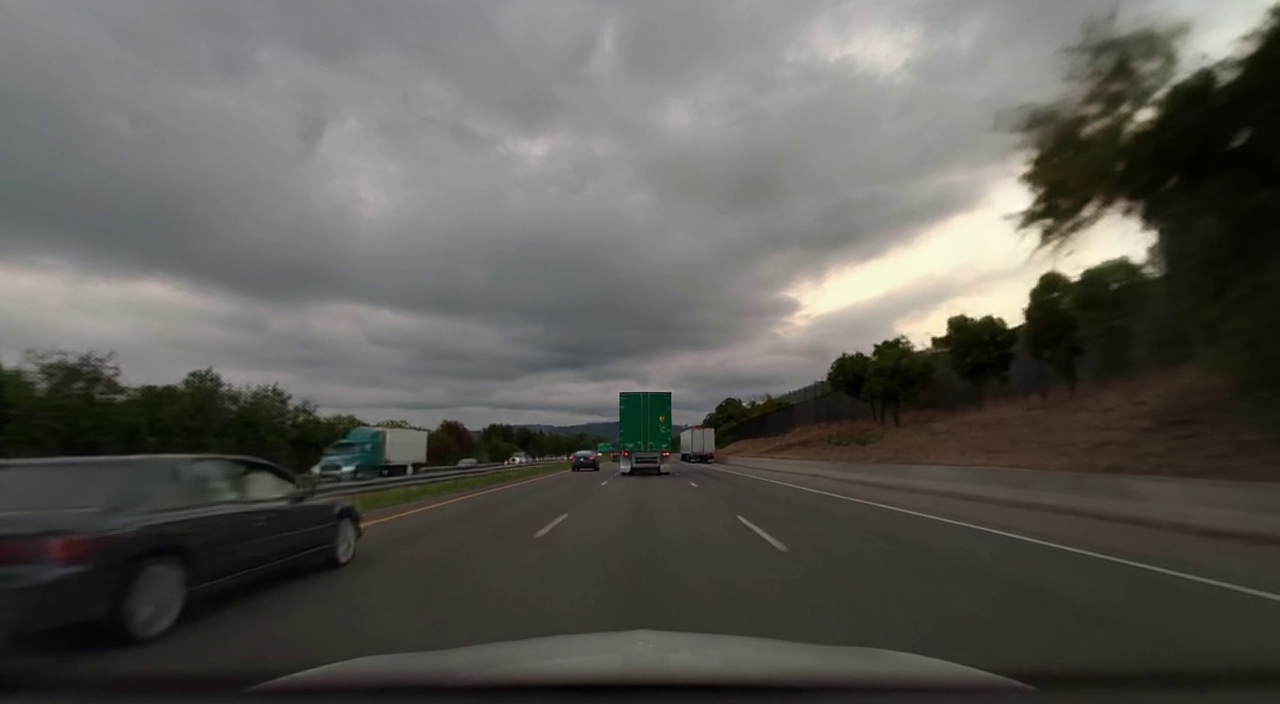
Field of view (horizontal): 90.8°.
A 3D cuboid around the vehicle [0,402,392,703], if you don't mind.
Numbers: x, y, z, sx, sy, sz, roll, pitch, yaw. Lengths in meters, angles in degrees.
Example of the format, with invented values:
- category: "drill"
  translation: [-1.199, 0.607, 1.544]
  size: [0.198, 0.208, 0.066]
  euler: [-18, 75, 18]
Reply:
- category: "vehicle"
  translation: [-3.736, 1.293, 4.732]
  size: [2.050, 1.517, 3.996]
  euler: [0, -9, 1]

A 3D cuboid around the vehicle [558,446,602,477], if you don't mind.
- category: "vehicle"
  translation: [-3.418, 6.354, 36.872]
  size: [2.173, 1.657, 4.401]
  euler: [0, -9, -1]

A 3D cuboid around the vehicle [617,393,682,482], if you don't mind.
- category: "vehicle"
  translation: [0.391, 4.753, 34.299]
  size: [2.932, 4.042, 11.054]
  euler: [0, -9, 0]
